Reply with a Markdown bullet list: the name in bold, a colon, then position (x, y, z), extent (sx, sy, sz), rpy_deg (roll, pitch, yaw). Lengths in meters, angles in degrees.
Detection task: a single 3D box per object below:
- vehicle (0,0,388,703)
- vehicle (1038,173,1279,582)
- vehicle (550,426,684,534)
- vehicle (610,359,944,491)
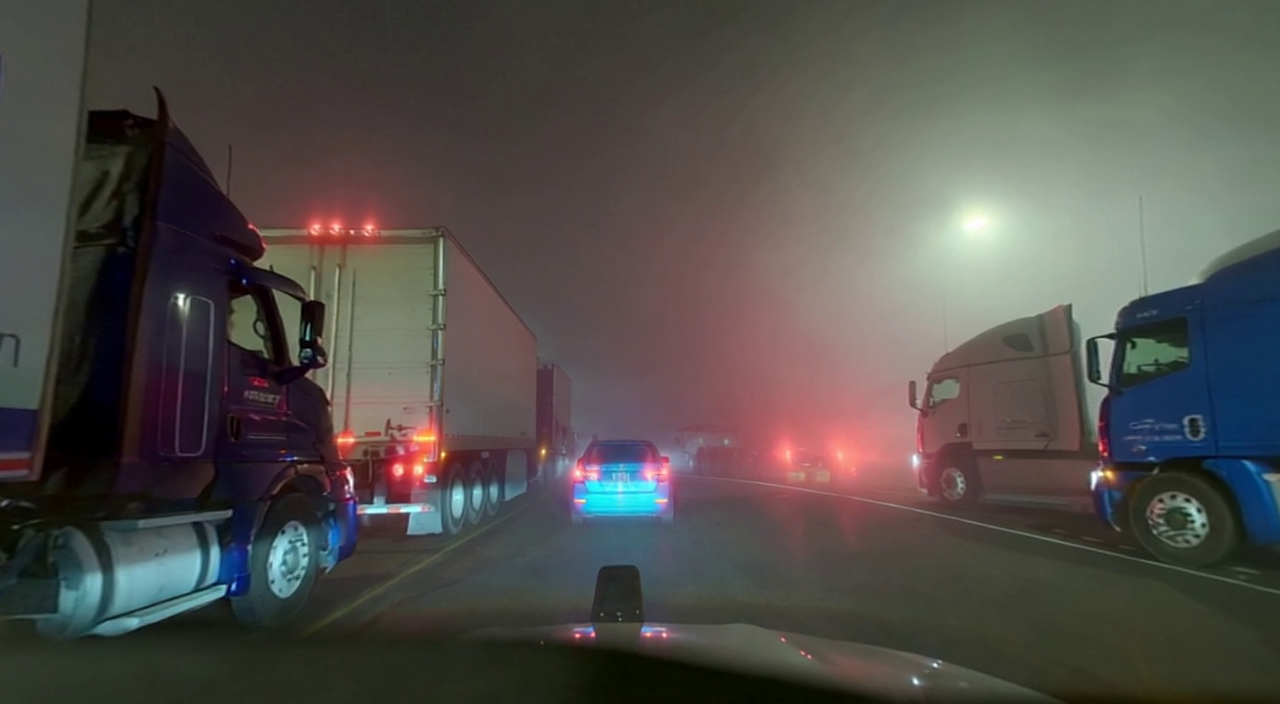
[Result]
- **vehicle**: position (-3.954, -0.021, 1.661), extent (2.986, 3.391, 9.523), rpy_deg (0, -9, -3)
- **vehicle**: position (11.160, -0.176, 4.305), extent (13.564, 4.152, 3.110), rpy_deg (-9, -12, 42)
- **vehicle**: position (-0.391, 2.345, 12.027), extent (2.140, 1.682, 3.971), rpy_deg (0, -9, -1)
- **vehicle**: position (4.458, 3.199, 26.111), extent (2.877, 4.124, 14.516), rpy_deg (4, -9, -41)
